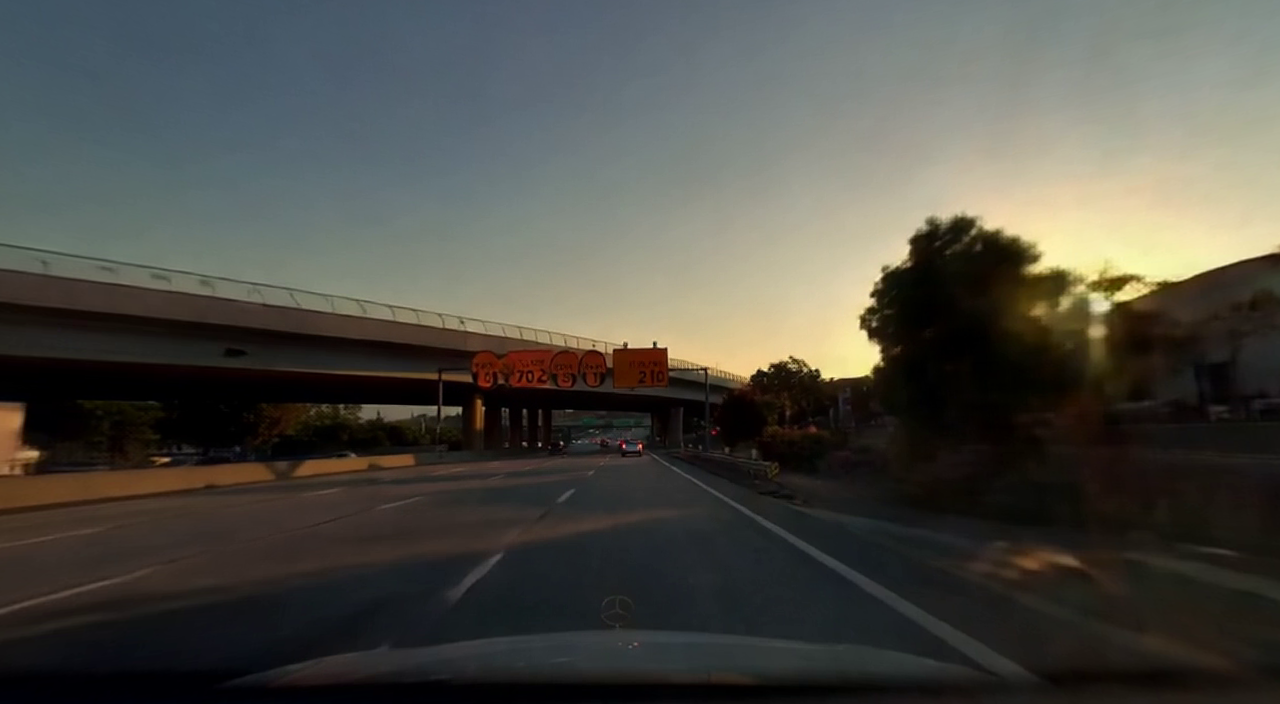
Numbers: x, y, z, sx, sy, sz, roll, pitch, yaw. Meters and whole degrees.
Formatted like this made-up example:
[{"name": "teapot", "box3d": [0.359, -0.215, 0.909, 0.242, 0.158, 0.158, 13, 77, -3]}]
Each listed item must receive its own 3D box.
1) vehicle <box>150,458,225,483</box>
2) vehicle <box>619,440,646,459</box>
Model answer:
[{"name": "vehicle", "box3d": [-29.482, 7.719, 41.202, 1.863, 1.449, 4.350, 0, -8, -3]}, {"name": "vehicle", "box3d": [-0.635, 7.633, 49.463, 2.072, 1.440, 3.690, 0, -8, -2]}]
